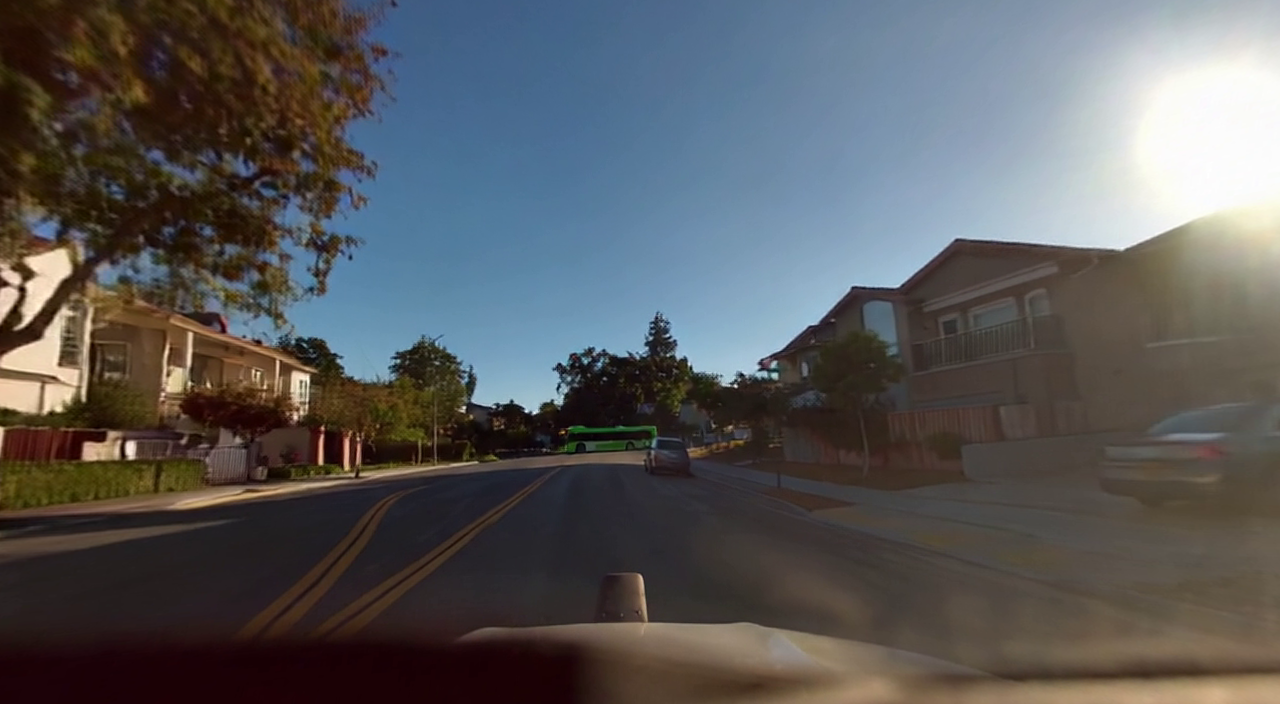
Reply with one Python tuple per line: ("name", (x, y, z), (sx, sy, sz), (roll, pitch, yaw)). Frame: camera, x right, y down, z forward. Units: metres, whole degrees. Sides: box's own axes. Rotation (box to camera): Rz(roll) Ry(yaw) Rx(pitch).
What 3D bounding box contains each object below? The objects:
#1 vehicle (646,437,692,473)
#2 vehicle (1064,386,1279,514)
("vehicle", (1.307, 4.922, 30.458), (1.984, 1.601, 3.994), (0, -9, -1))
("vehicle", (8.349, 1.298, 8.452), (4.047, 1.486, 1.858), (1, -9, -4))
